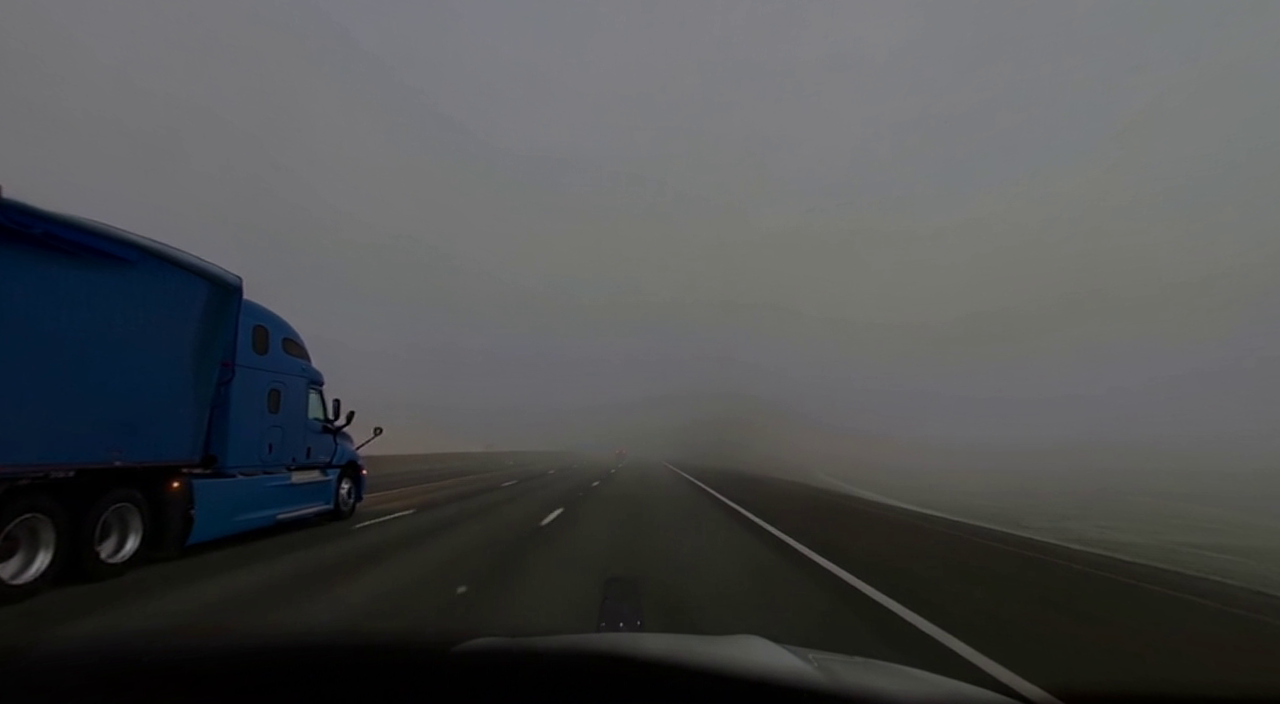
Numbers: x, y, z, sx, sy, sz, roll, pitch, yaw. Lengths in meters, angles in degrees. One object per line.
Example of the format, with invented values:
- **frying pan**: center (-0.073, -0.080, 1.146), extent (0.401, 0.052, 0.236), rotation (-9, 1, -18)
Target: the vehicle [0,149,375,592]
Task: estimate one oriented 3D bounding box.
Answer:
- **vehicle**: center (-7.181, 0.614, 8.665), extent (2.996, 3.947, 8.600), rotation (0, -9, 2)
